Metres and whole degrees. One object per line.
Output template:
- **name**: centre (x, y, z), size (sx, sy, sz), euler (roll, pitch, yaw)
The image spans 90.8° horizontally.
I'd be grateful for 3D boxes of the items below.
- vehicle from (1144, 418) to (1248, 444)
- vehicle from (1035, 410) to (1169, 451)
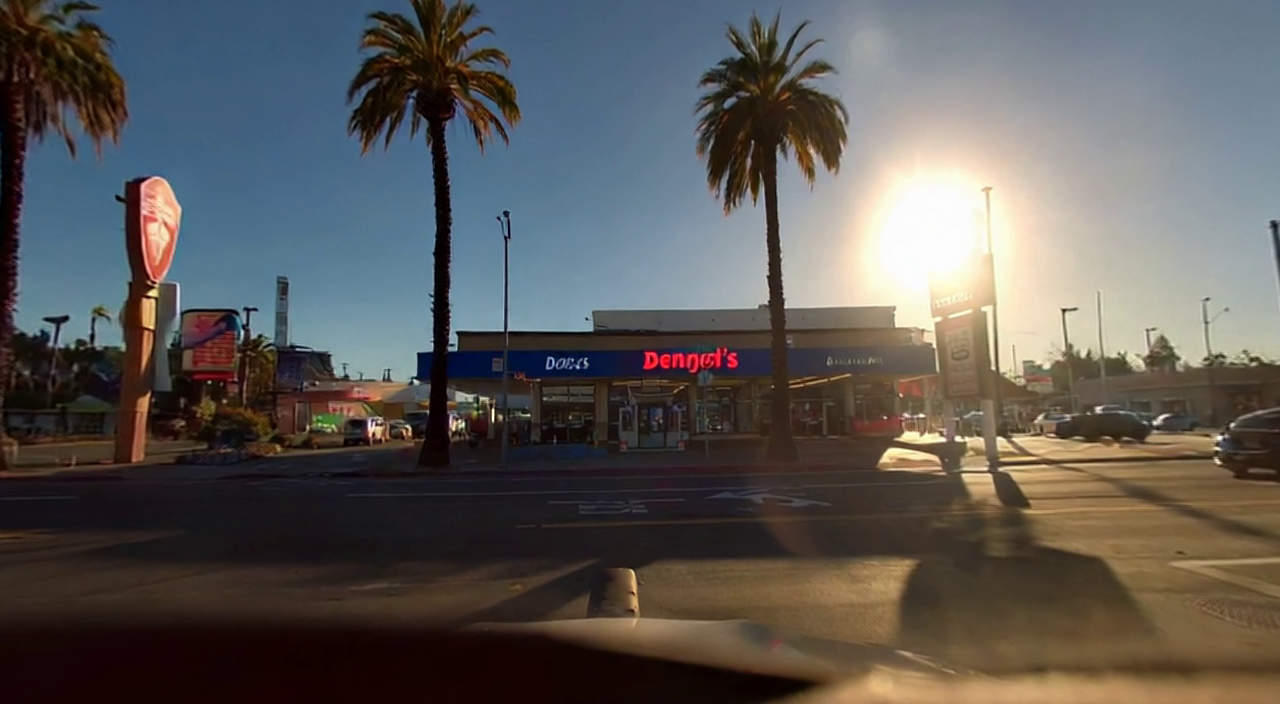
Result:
- **vehicle**: centre (33.863, 4.853, 38.656), size (1.805, 1.466, 4.641), euler (1, -8, -8)
- **vehicle**: centre (21.997, 3.709, 30.191), size (4.880, 1.754, 2.202), euler (-1, -5, -6)
